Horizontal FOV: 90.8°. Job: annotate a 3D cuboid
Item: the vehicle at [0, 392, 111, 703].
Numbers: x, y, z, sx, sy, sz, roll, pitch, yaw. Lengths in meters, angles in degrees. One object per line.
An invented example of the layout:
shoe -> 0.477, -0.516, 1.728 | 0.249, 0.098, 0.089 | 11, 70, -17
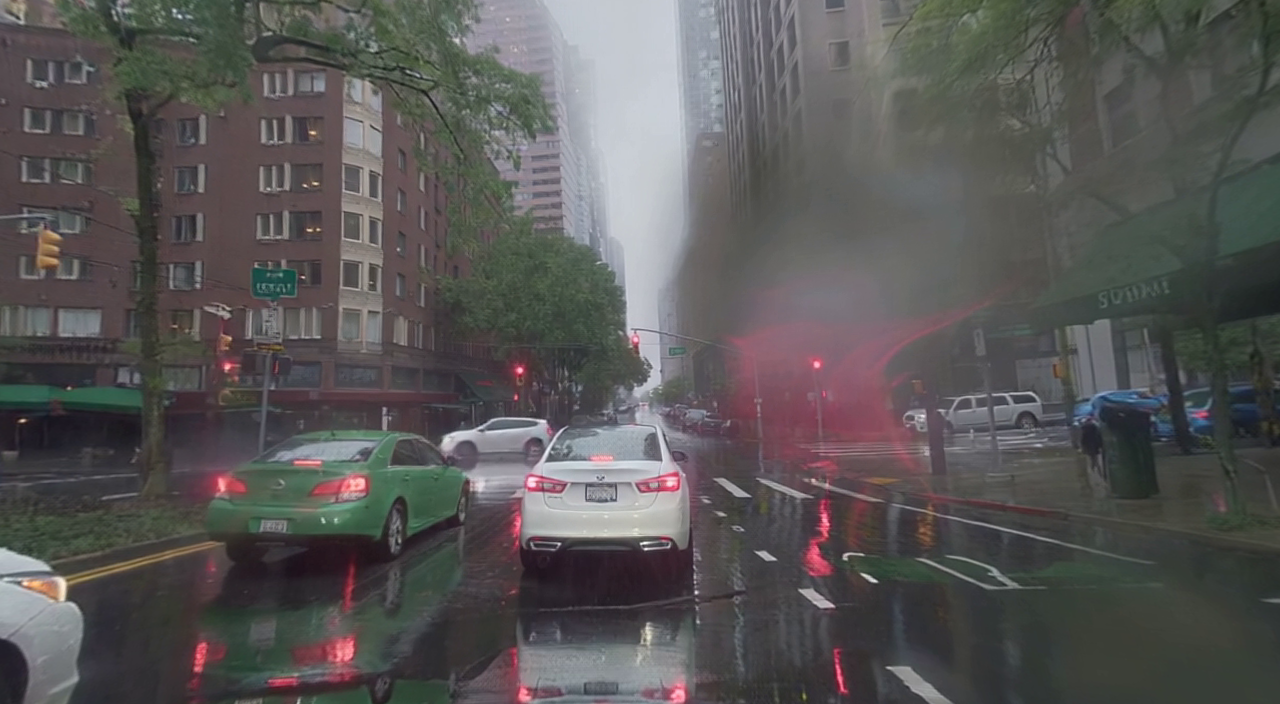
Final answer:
vehicle -> -3.918, 0.705, 1.181 | 1.995, 1.524, 4.438 | 0, -8, 0

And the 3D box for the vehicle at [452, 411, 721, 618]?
vehicle -> -0.415, 1.499, 6.728 | 1.999, 1.520, 3.896 | 0, -8, -1

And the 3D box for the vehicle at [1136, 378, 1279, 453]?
vehicle -> 21.628, 2.355, 22.871 | 5.863, 2.493, 2.354 | 2, -9, -12

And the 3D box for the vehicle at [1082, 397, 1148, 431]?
vehicle -> 26.310, 3.478, 34.929 | 4.392, 1.667, 1.958 | 7, -11, -42

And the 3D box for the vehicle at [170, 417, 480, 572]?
vehicle -> -3.688, 1.740, 8.498 | 1.934, 1.522, 4.287 | 0, -8, 0
